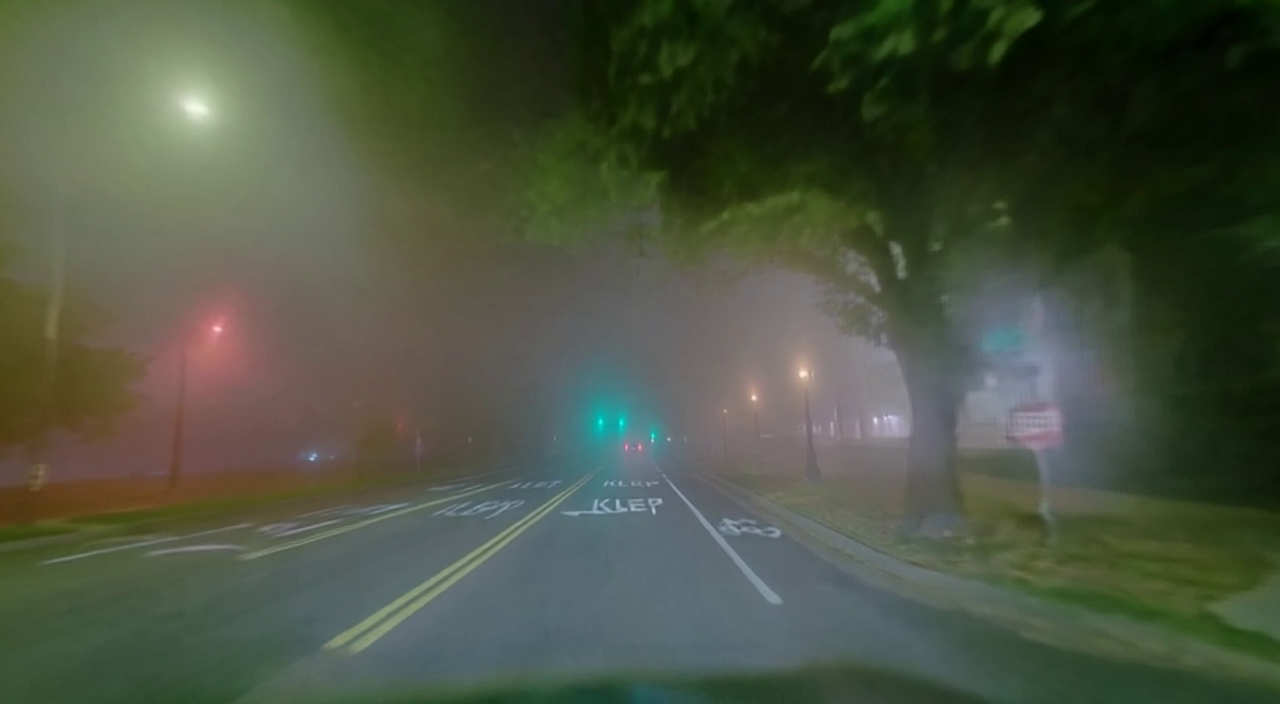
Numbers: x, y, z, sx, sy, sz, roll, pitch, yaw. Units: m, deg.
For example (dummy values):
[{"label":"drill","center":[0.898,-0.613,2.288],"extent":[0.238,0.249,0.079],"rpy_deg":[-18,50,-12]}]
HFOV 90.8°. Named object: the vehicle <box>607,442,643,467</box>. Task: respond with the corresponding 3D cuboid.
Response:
[{"label":"vehicle","center":[-0.899,6.291,38.980],"extent":[2.131,1.474,4.146],"rpy_deg":[0,-8,-1]}]
